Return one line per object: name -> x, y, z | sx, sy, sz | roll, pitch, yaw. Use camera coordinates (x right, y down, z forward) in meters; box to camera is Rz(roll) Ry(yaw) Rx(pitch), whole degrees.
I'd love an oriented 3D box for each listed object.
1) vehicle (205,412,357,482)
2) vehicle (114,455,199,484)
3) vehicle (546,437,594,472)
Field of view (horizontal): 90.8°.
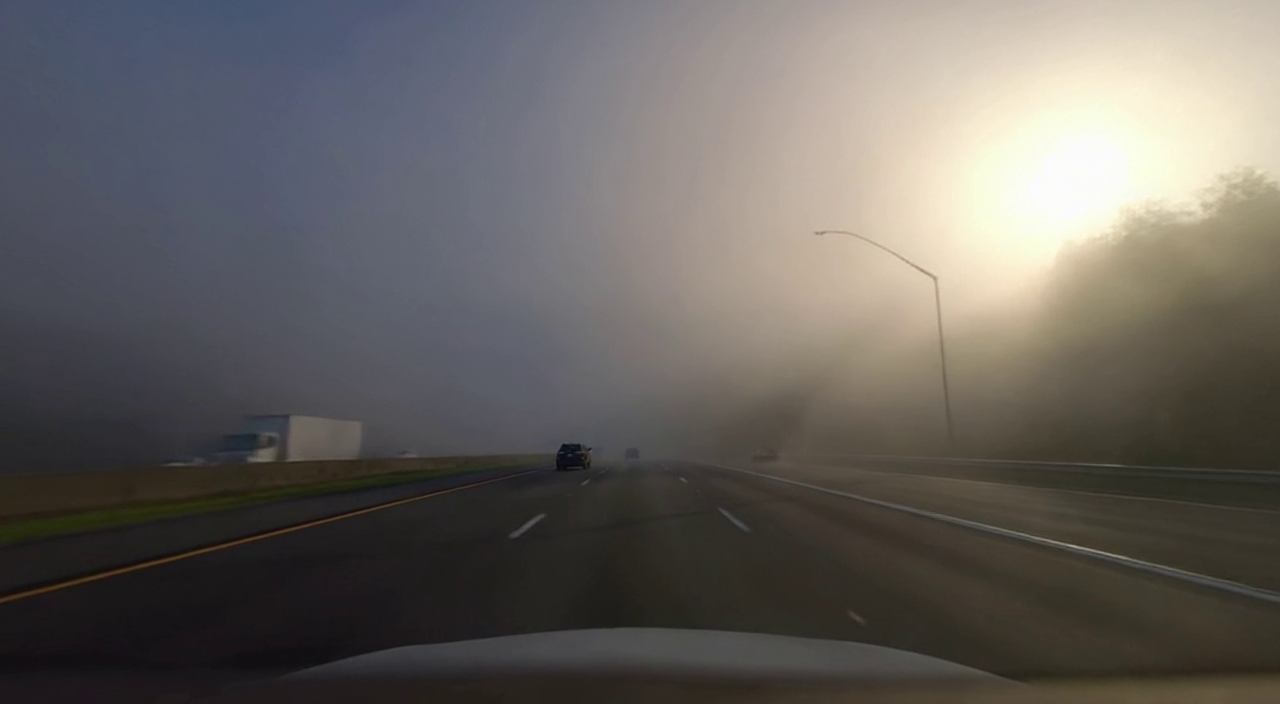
vehicle -> -21.525, 5.887, 39.096 | 3.040, 3.719, 10.791 | 0, -9, 0
vehicle -> -32.841, 7.969, 43.102 | 2.044, 1.790, 4.666 | 0, -9, -1
vehicle -> -3.776, 5.653, 34.905 | 2.114, 1.774, 4.427 | 0, -9, 0
